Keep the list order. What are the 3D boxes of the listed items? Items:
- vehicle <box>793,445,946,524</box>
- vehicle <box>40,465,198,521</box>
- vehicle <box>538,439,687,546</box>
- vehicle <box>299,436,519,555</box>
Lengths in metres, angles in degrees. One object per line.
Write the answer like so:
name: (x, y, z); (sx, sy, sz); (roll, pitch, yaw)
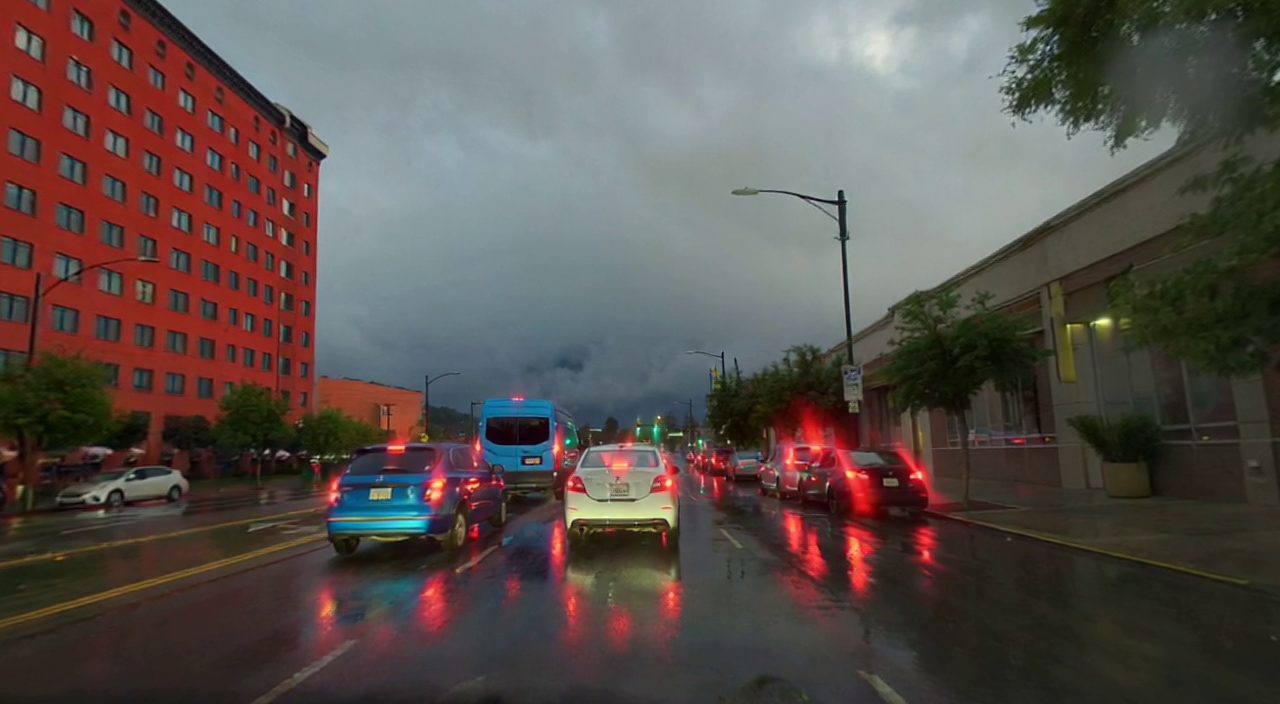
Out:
vehicle: (4.908, 2.864, 14.178); (1.832, 1.491, 4.054); (1, -9, -1)
vehicle: (-17.869, 4.811, 21.923); (1.802, 1.609, 4.284); (0, -9, 0)
vehicle: (-0.387, 2.351, 11.227); (2.152, 1.518, 4.113); (0, -9, 0)
vehicle: (-3.519, 2.259, 10.694); (1.995, 1.554, 4.426); (0, -9, 1)
